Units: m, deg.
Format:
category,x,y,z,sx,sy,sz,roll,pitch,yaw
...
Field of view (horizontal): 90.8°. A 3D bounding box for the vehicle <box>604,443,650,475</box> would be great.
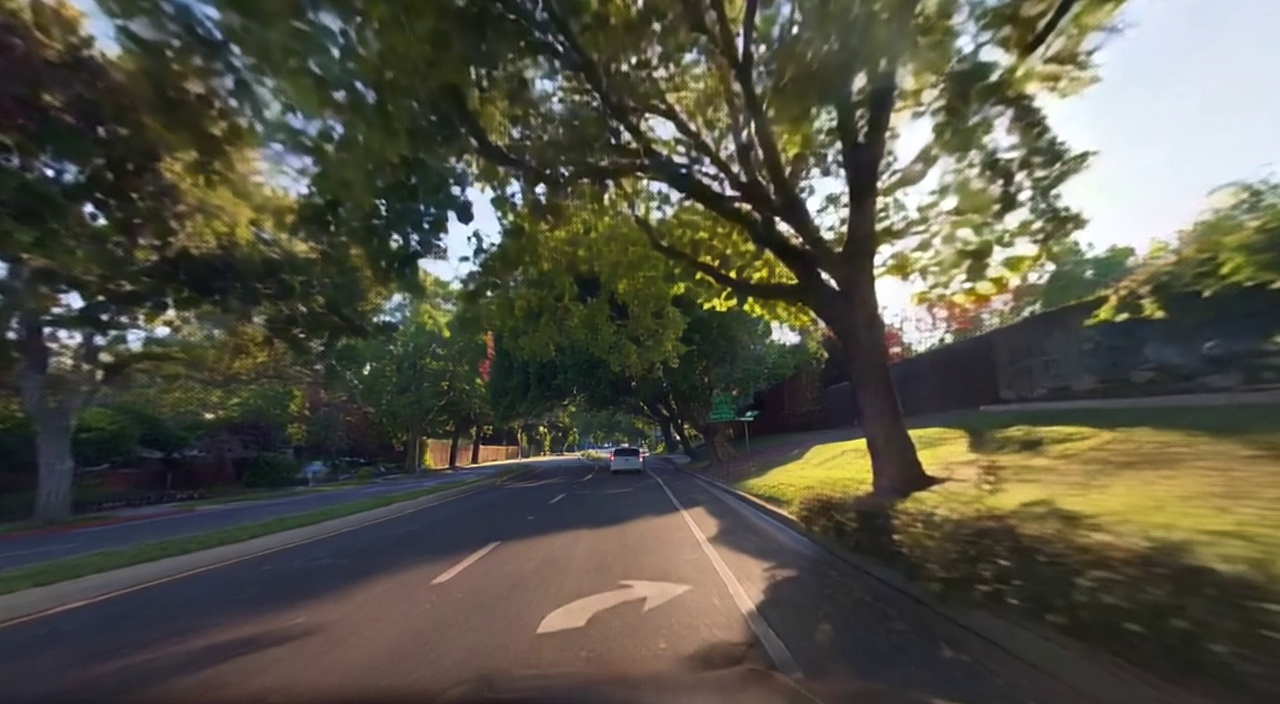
category,x,y,z,sx,sy,sz,roll,pitch,yaw
vehicle,-0.585,5.308,31.529,2.111,1.466,4.223,-1,-8,2
